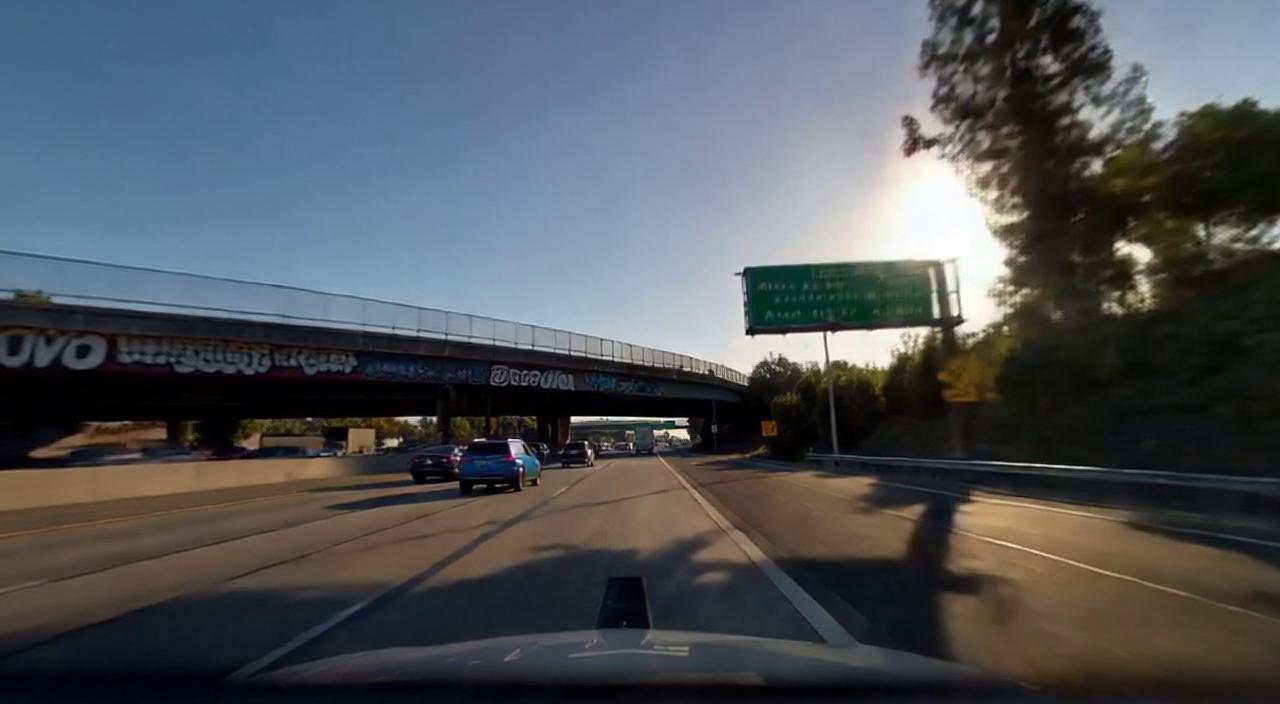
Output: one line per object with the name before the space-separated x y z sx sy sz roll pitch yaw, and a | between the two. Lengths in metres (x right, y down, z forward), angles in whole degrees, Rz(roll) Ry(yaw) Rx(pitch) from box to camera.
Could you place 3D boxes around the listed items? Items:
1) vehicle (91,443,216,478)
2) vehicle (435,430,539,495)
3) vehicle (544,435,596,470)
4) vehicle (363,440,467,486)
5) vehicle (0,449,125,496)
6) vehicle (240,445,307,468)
vehicle | -24.069 5.344 31.398 1.969 1.580 5.258 0 -8 1
vehicle | -4.275 3.144 18.221 1.969 1.633 3.962 0 -8 1
vehicle | -3.560 5.256 32.916 2.154 1.693 4.394 0 -8 1
vehicle | -7.844 3.899 22.444 1.917 1.449 4.727 0 -8 0
vehicle | -20.634 4.126 21.977 1.749 1.441 3.952 0 -8 1
vehicle | -27.418 7.840 47.153 2.039 1.597 4.846 0 -8 0
